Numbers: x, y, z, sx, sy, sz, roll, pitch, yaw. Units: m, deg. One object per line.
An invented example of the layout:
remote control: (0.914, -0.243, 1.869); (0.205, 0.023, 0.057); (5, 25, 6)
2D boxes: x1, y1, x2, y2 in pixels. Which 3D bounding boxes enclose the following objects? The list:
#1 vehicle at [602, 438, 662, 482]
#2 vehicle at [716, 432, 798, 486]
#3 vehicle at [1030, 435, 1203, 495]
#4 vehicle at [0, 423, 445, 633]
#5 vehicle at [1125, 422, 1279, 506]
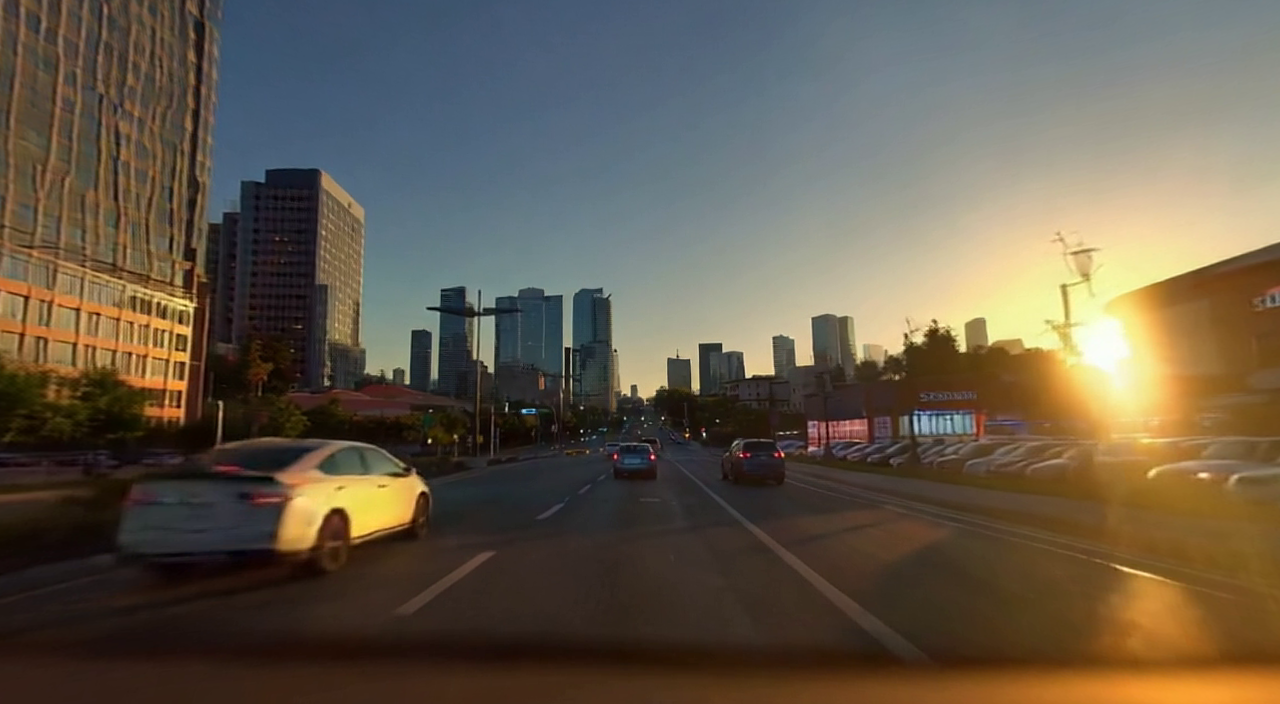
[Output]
vehicle: (-0.259, 3.955, 23.379); (2.059, 1.477, 3.988); (0, -8, 0)
vehicle: (3.952, 3.684, 22.014); (2.007, 1.683, 4.171); (0, -8, 0)
vehicle: (13.328, 3.080, 17.624); (4.282, 1.469, 2.035); (4, -9, -26)
vehicle: (-3.877, 1.589, 6.864); (2.029, 1.482, 4.591); (0, -8, 0)
vehicle: (13.993, 2.598, 15.071); (4.445, 1.727, 2.013); (4, -9, -29)
